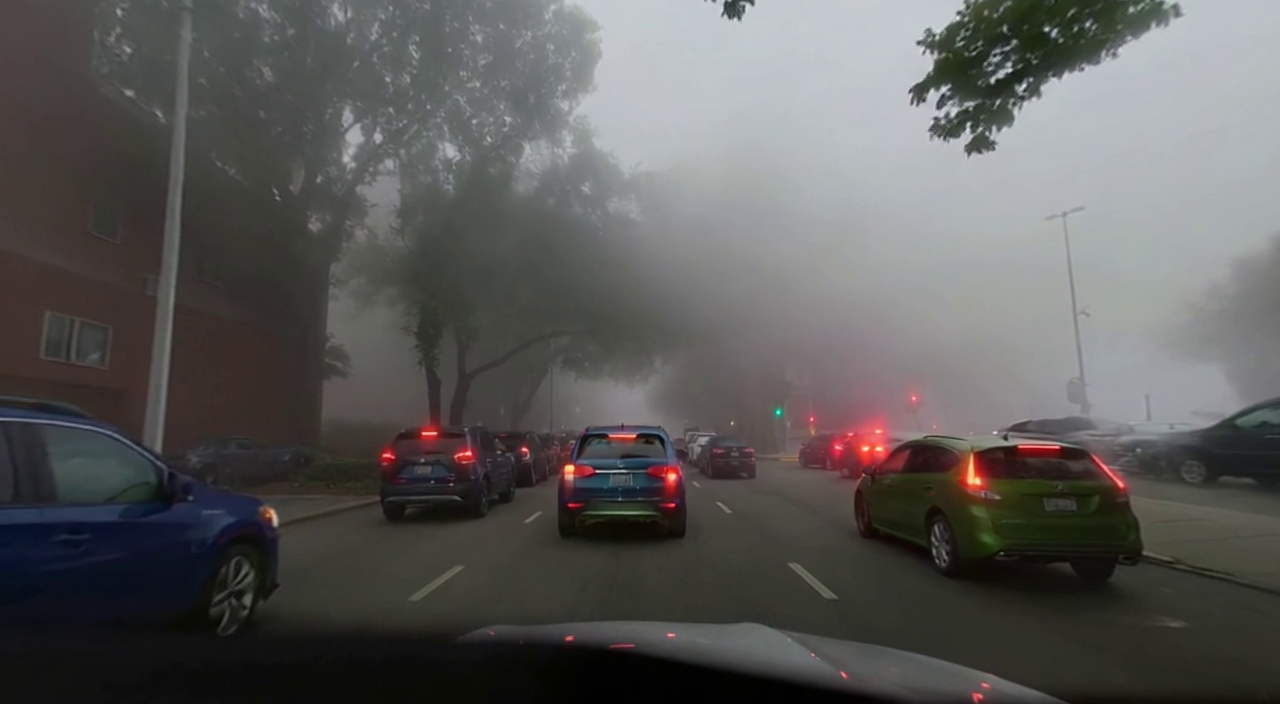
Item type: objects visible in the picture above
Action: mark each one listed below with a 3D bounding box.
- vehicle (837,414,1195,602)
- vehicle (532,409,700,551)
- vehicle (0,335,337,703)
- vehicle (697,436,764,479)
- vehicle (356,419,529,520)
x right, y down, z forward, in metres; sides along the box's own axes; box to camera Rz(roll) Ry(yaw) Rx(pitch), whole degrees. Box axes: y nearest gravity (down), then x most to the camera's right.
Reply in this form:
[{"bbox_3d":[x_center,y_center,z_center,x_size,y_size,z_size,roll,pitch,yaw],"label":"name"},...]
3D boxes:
[{"bbox_3d":[3.781,1.598,7.292,1.847,1.554,3.885,0,-8,3],"label":"vehicle"},{"bbox_3d":[-0.237,1.847,9.684,2.022,1.700,4.084,0,-8,1],"label":"vehicle"},{"bbox_3d":[-3.445,0.844,2.682,2.047,1.710,4.314,0,-8,1],"label":"vehicle"},{"bbox_3d":[3.340,3.971,23.938,1.948,1.475,4.093,0,-8,0],"label":"vehicle"},{"bbox_3d":[-3.733,2.311,12.837,2.012,1.701,4.316,0,-8,1],"label":"vehicle"}]
